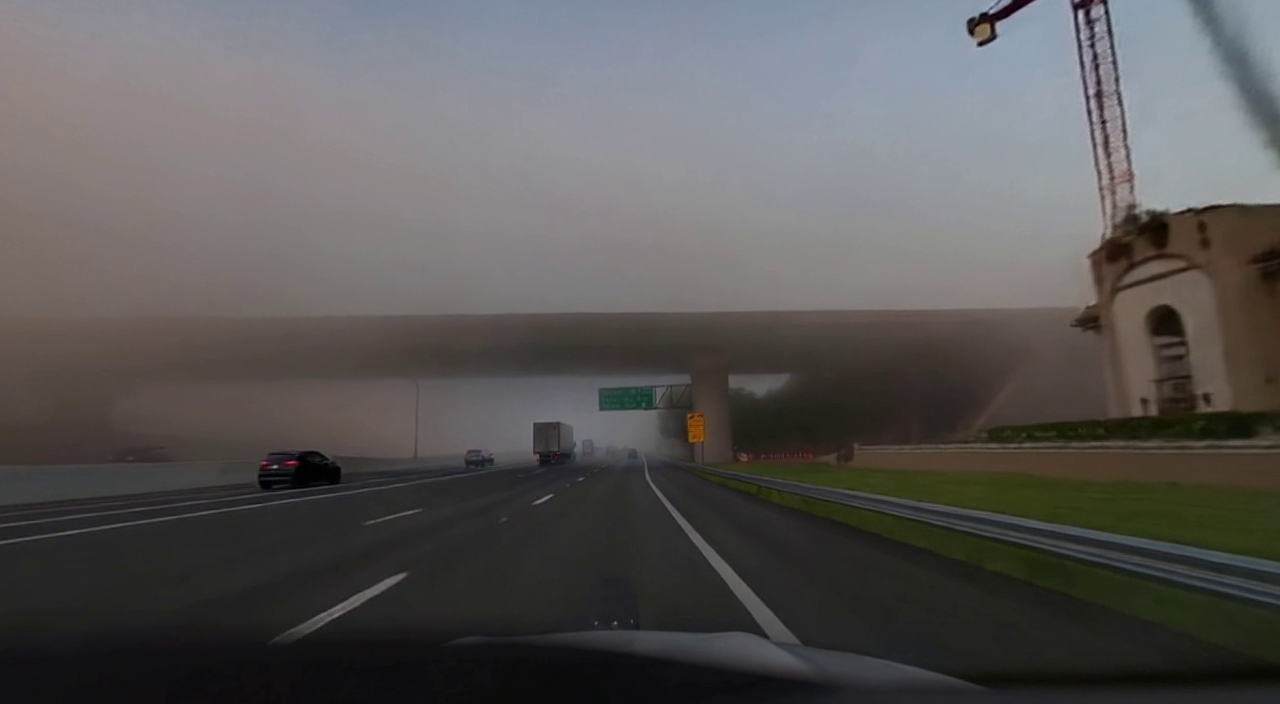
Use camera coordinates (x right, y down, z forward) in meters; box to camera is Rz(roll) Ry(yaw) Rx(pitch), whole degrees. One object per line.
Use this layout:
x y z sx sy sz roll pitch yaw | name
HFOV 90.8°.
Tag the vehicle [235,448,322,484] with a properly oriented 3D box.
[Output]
-19.161 6.024 33.760 1.932 1.752 4.541 0 -9 0 | vehicle
